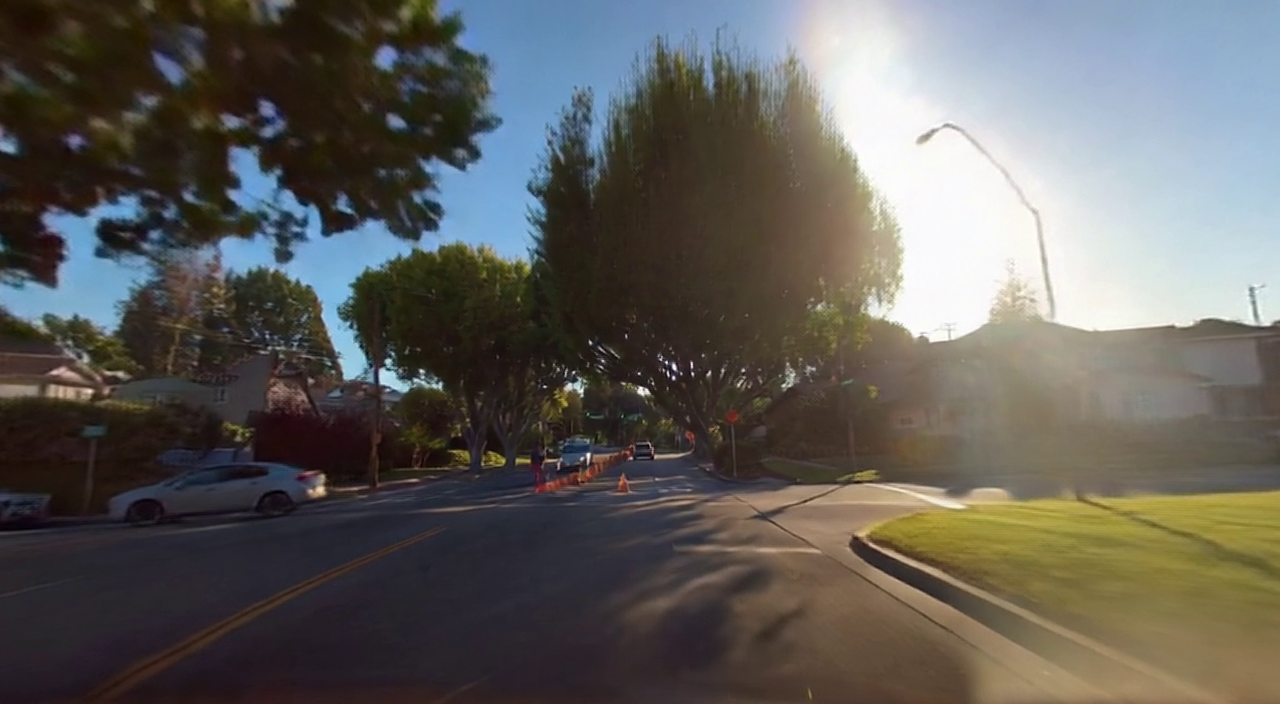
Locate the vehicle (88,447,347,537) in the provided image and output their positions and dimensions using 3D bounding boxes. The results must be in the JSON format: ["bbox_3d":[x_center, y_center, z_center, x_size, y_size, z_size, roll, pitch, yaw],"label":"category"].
[{"bbox_3d":[-9.577,3.178,14.643,4.594,1.696,1.971,-2,-8,-1],"label":"vehicle"}]
